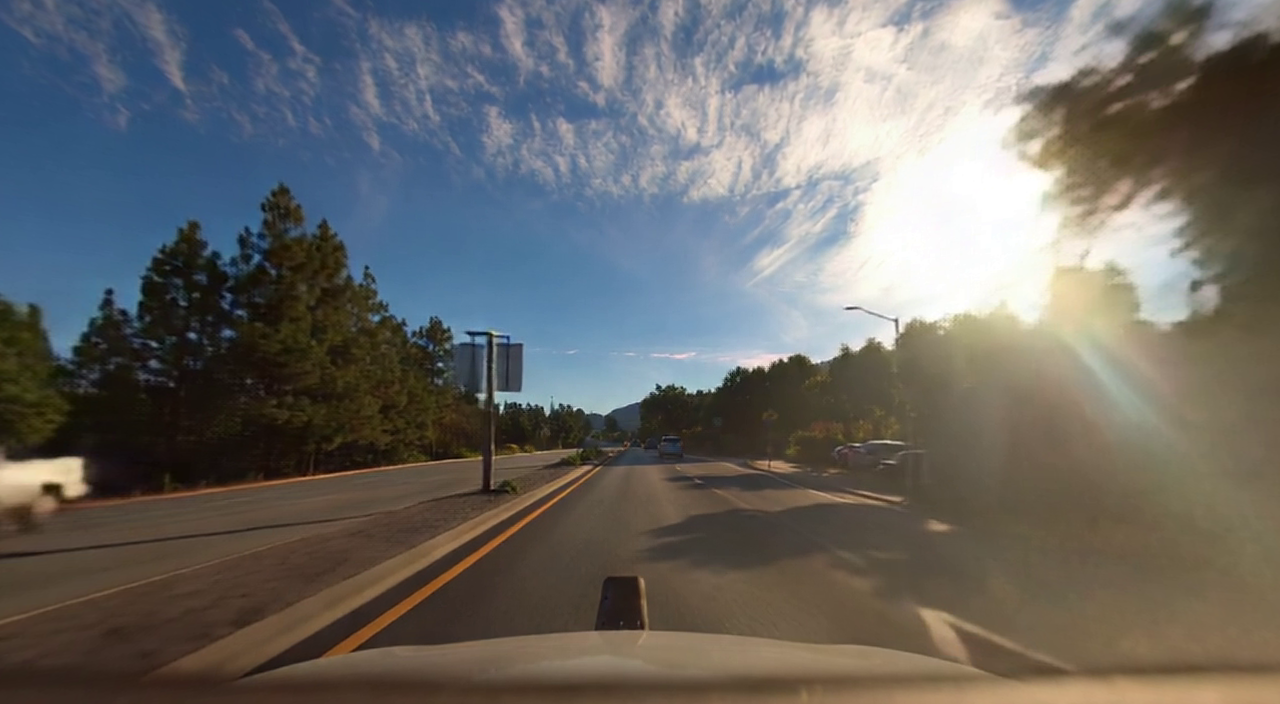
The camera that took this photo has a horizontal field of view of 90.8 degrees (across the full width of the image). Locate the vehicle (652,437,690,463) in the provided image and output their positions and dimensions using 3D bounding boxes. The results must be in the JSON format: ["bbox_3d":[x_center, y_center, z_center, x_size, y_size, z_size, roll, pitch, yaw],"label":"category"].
[{"bbox_3d":[2.179,7.067,45.633,2.183,1.744,4.424,1,-9,-4],"label":"vehicle"}]

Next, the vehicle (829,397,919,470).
[{"bbox_3d":[10.934,3.933,30.065,3.250,3.147,4.411,-2,-9,12],"label":"vehicle"}]
